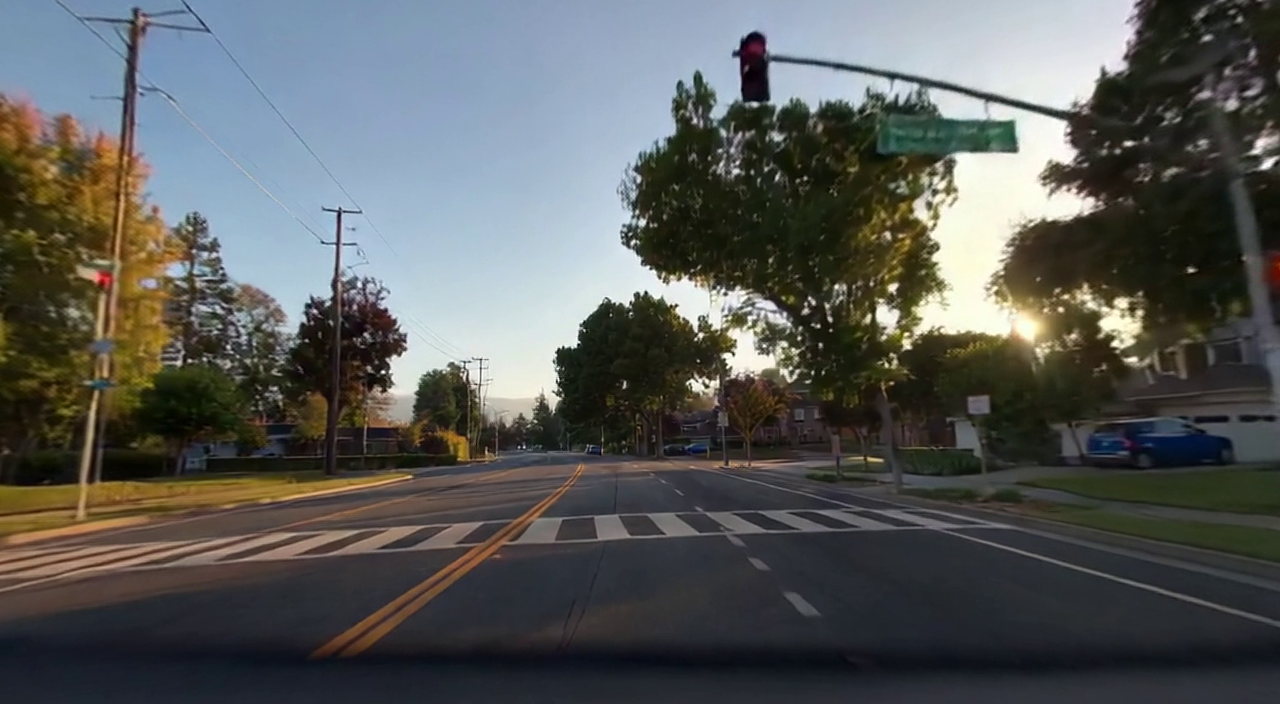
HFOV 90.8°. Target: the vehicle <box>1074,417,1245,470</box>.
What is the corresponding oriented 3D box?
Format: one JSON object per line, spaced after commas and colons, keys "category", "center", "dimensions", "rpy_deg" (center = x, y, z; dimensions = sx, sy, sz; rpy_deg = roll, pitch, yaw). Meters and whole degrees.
{"category": "vehicle", "center": [18.484, 3.251, 22.581], "dimensions": [4.631, 1.757, 2.026], "rpy_deg": [1, -9, -10]}
